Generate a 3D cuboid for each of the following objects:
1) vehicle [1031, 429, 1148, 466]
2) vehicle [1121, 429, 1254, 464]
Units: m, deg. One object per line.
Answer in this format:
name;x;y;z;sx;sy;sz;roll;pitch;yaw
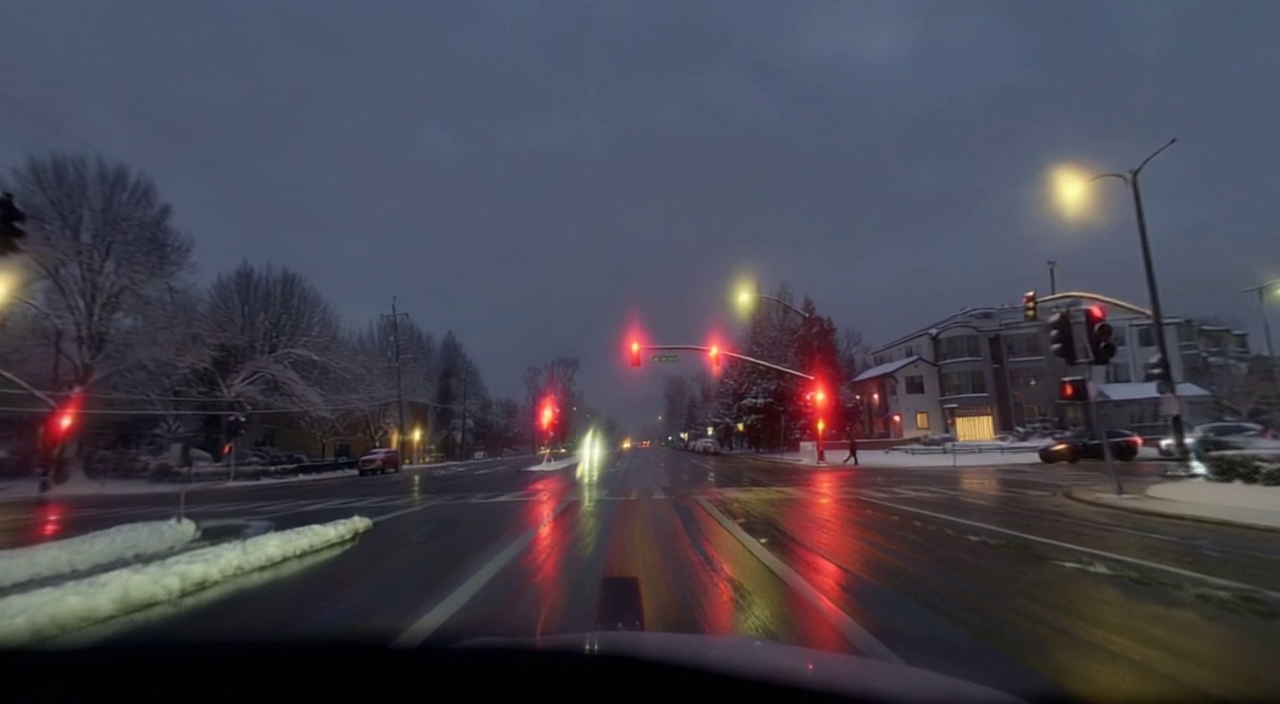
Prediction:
vehicle;22.091;4.692;31.144;4.323;1.746;1.872;0;-9;-3
vehicle;27.321;4.727;31.621;4.910;1.644;2.032;0;-9;-4
